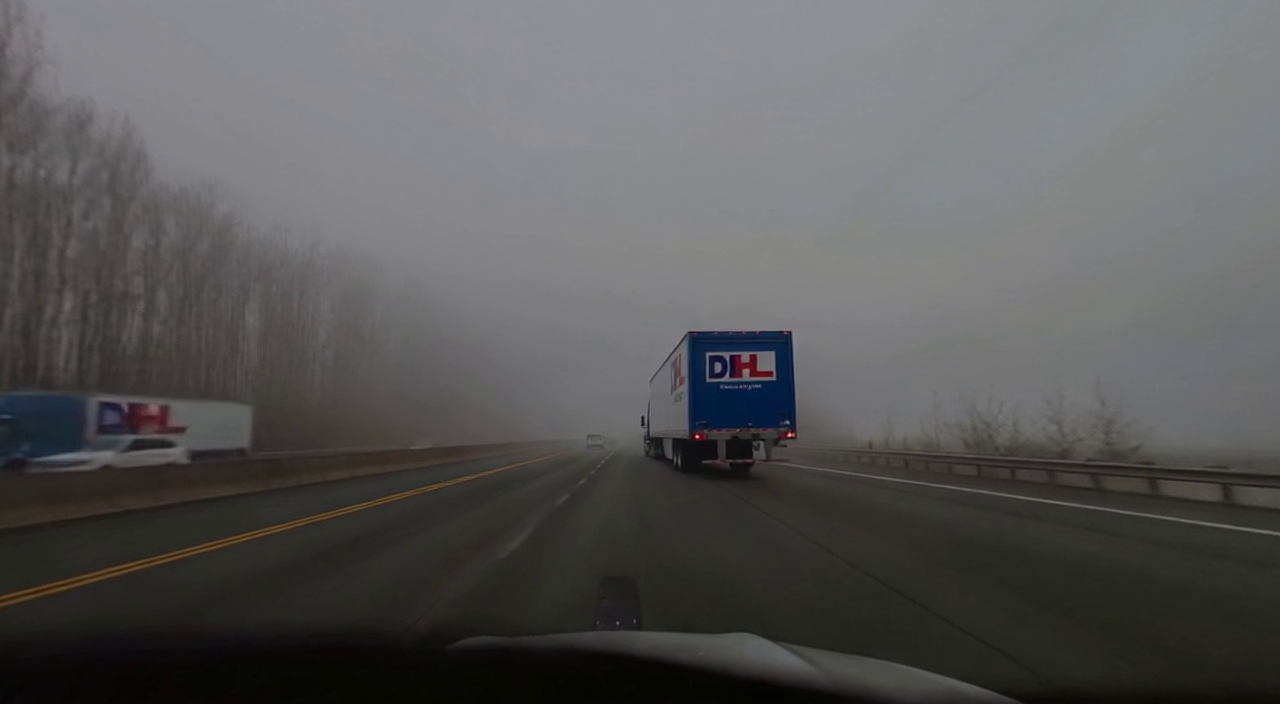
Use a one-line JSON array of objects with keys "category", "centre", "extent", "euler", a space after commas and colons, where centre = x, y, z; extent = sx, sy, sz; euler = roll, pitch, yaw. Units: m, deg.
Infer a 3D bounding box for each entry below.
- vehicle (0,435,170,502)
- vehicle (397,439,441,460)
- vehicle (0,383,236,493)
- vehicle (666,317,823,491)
[{"category": "vehicle", "centre": [-16.367, 3.221, 18.049], "extent": [2.030, 1.655, 4.893], "euler": [0, -8, -1]}, {"category": "vehicle", "centre": [-16.976, 7.506, 48.560], "extent": [1.829, 1.490, 4.552], "euler": [0, -8, -1]}, {"category": "vehicle", "centre": [-23.053, 3.748, 27.642], "extent": [3.063, 3.783, 11.601], "euler": [0, -8, -1]}, {"category": "vehicle", "centre": [2.696, 1.814, 19.662], "extent": [3.011, 4.211, 8.926], "euler": [0, -8, -2]}]
